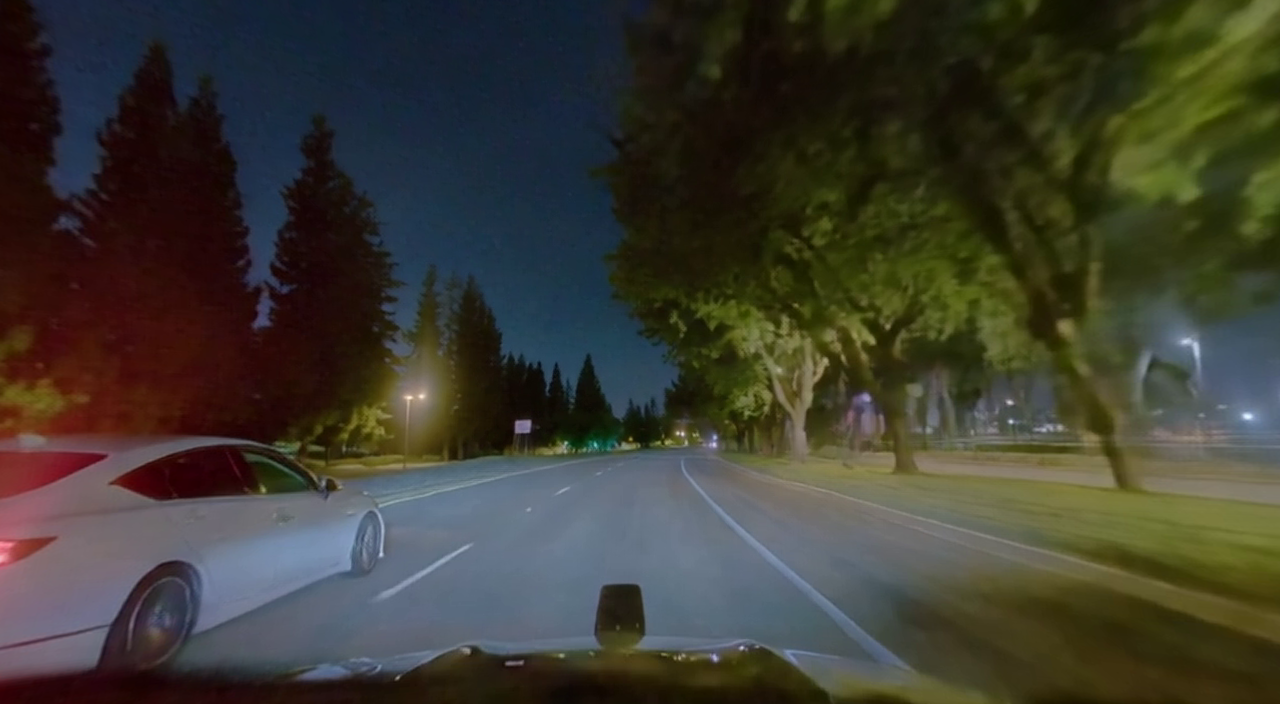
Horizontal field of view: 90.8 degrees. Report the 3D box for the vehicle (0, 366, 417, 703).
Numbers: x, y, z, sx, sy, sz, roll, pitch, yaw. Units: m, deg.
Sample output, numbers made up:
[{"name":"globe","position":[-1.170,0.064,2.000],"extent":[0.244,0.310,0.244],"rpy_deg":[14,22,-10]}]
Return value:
[{"name":"vehicle","position":[-3.251,1.095,4.216],"extent":[1.915,1.521,4.283],"rpy_deg":[0,-8,1]}]
